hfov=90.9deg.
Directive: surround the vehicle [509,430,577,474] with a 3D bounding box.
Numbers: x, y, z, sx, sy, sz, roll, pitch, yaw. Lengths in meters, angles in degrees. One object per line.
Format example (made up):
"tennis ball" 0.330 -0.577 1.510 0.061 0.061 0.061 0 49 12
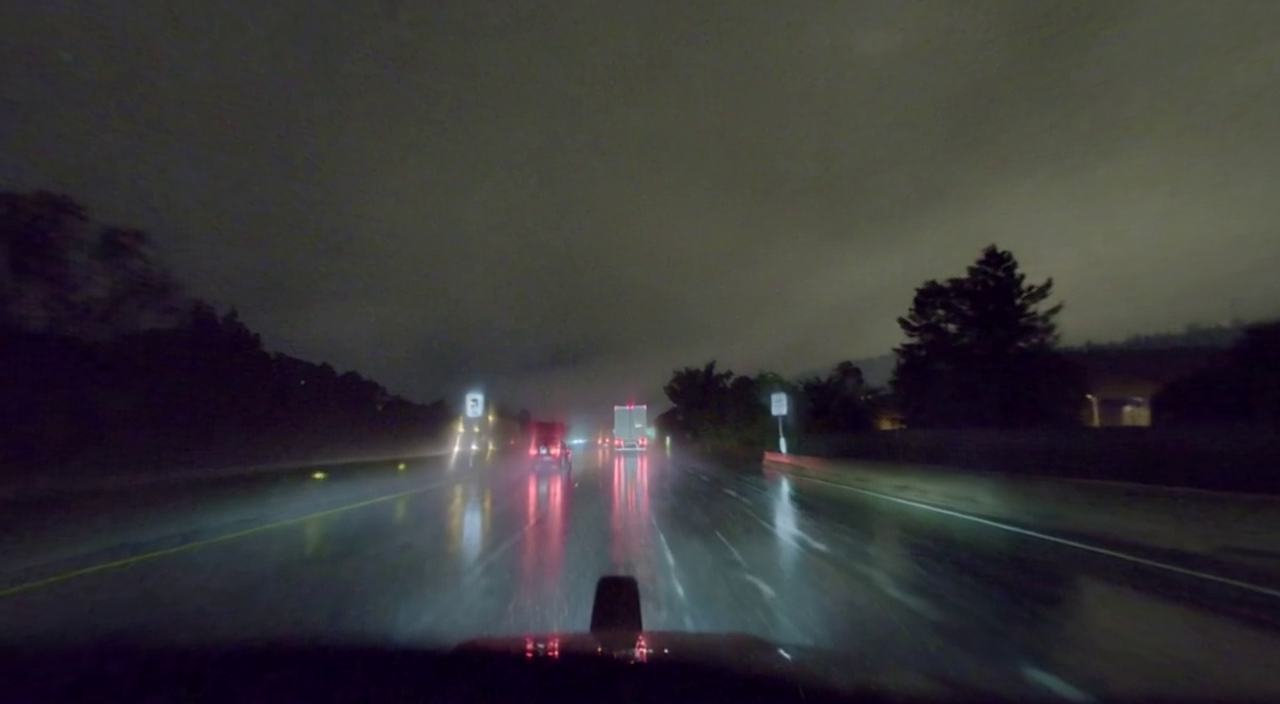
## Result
"vehicle" -3.863 4.078 26.067 2.123 1.655 4.688 0 -8 -1
